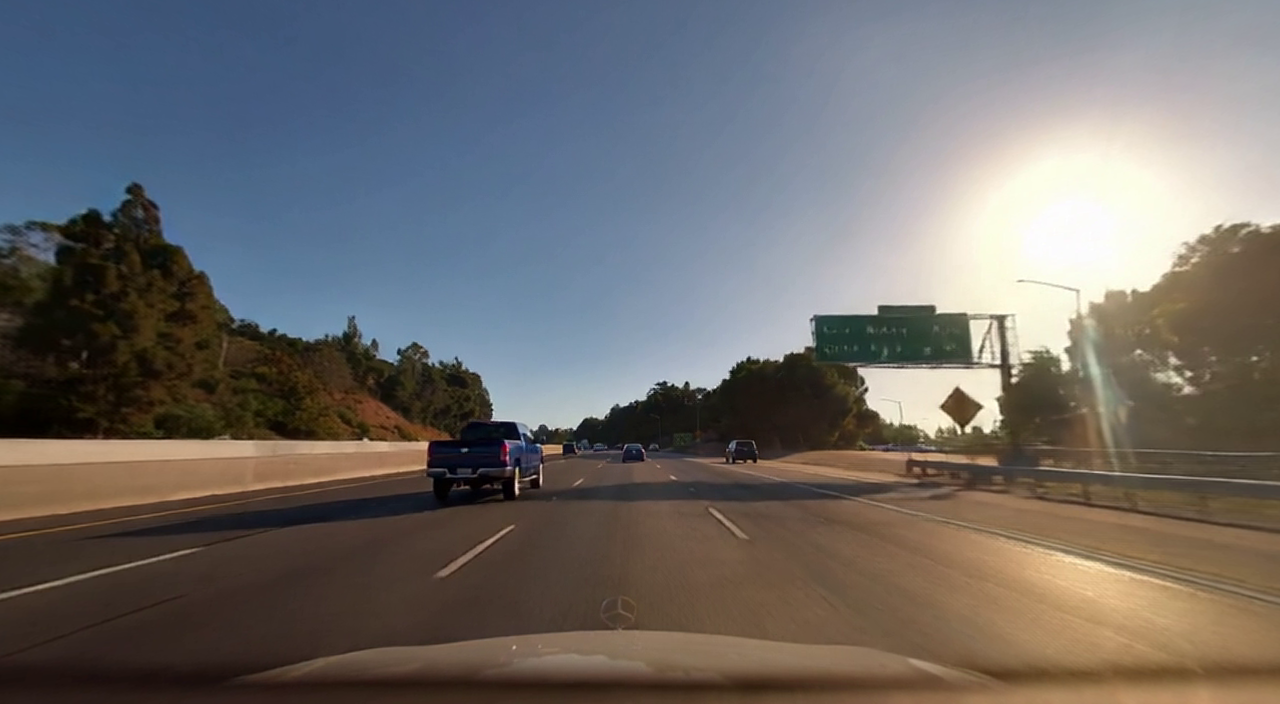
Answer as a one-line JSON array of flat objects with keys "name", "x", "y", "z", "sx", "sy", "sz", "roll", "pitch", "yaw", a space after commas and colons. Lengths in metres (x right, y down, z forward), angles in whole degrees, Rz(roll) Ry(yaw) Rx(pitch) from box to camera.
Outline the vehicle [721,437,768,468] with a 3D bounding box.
[{"name": "vehicle", "x": 6.798, "y": 6.611, "z": 41.812, "sx": 2.103, "sy": 1.898, "sz": 5.310, "roll": 0, "pitch": -9, "yaw": -1}]

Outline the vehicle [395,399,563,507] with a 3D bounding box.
[{"name": "vehicle", "x": -3.633, "y": 2.505, "z": 15.912, "sx": 2.592, "sy": 2.179, "sz": 6.034, "roll": 0, "pitch": -9, "yaw": 0}]

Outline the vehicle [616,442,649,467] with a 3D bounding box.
[{"name": "vehicle", "x": -0.552, "y": 6.966, "z": 43.105, "sx": 2.157, "sy": 1.642, "sz": 4.189, "roll": 0, "pitch": -9, "yaw": -2}]
